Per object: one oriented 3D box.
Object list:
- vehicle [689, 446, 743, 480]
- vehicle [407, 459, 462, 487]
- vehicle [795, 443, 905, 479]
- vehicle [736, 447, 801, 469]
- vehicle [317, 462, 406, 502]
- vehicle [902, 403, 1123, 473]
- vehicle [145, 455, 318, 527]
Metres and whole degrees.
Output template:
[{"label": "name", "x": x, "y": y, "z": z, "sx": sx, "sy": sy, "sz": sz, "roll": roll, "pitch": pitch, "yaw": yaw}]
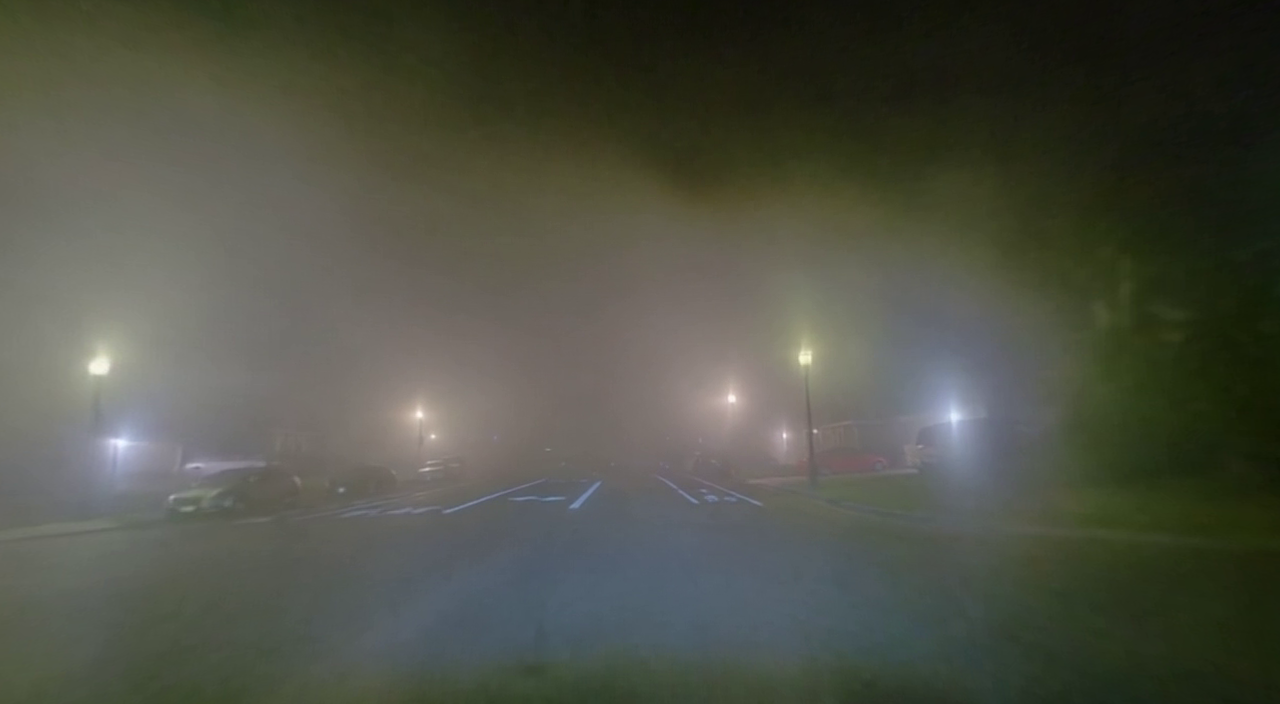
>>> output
[{"label": "vehicle", "x": 4.186, "y": 6.192, "z": 35.703, "sx": 2.184, "sy": 1.770, "sz": 4.651, "roll": 1, "pitch": -9, "yaw": -4}, {"label": "vehicle", "x": -12.269, "y": 7.224, "z": 38.093, "sx": 2.012, "sy": 1.478, "sz": 4.661, "roll": 1, "pitch": -9, "yaw": -4}, {"label": "vehicle", "x": 10.082, "y": 5.249, "z": 30.522, "sx": 4.512, "sy": 1.477, "sz": 1.927, "roll": -2, "pitch": -9, "yaw": -4}, {"label": "vehicle", "x": 9.173, "y": 7.598, "z": 45.421, "sx": 4.158, "sy": 1.521, "sz": 1.921, "roll": 1, "pitch": -9, "yaw": -6}, {"label": "vehicle", "x": -11.643, "y": 5.455, "z": 26.760, "sx": 1.948, "sy": 1.410, "sz": 4.361, "roll": 1, "pitch": -9, "yaw": -3}, {"label": "vehicle", "x": 12.785, "y": 3.115, "z": 22.037, "sx": 6.244, "sy": 2.050, "sz": 2.209, "roll": -9, "pitch": -13, "yaw": 37}, {"label": "vehicle", "x": -11.591, "y": 3.911, "z": 18.416, "sx": 2.037, "sy": 1.755, "sz": 4.434, "roll": 0, "pitch": -9, "yaw": 0}]
